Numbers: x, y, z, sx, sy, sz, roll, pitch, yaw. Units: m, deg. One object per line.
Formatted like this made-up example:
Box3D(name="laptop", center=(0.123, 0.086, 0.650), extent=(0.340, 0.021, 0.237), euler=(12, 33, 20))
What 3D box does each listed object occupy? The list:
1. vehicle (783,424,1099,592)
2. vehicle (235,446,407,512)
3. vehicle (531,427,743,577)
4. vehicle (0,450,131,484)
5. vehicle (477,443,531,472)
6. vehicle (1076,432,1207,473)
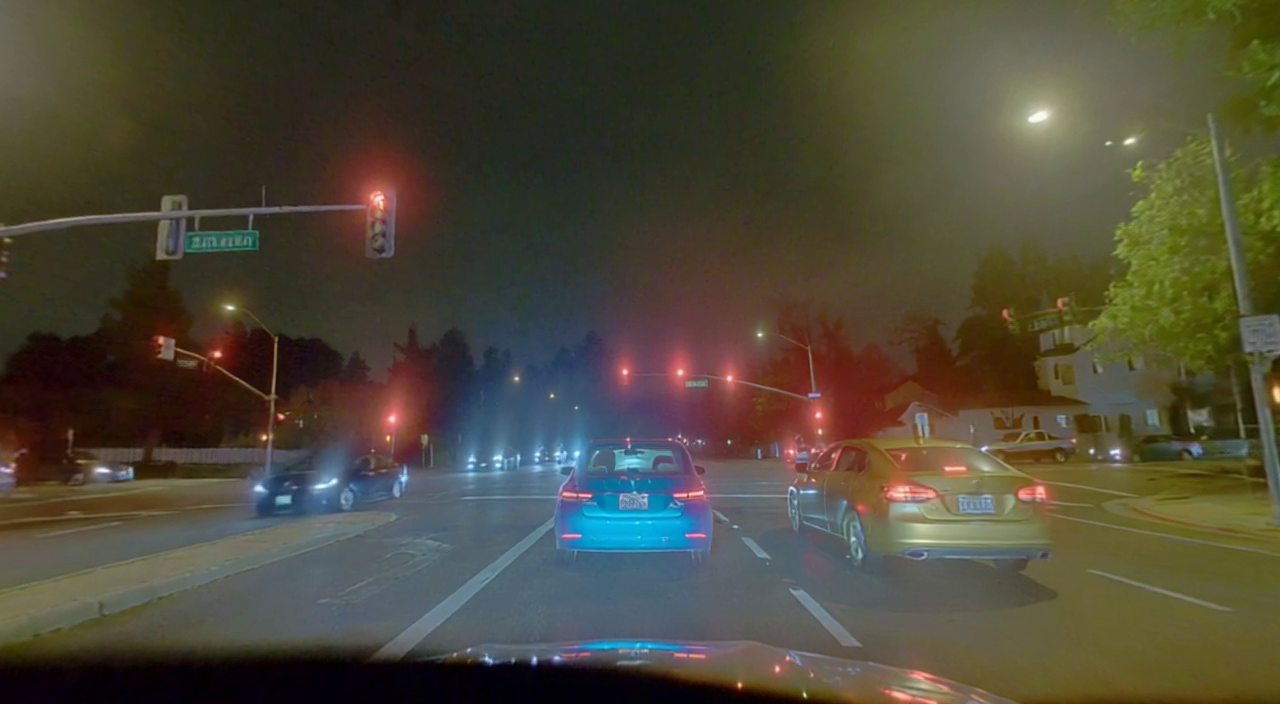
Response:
Box3D(name="vehicle", center=(3.196, 1.724, 7.831), extent=(1.913, 1.505, 4.097), euler=(0, -8, 0))
Box3D(name="vehicle", center=(-7.585, 3.025, 15.580), extent=(2.040, 1.374, 4.150), euler=(0, -8, 0))
Box3D(name="vehicle", center=(-0.056, 1.798, 8.390), extent=(2.103, 1.478, 4.073), euler=(0, -8, -1))
Box3D(name="vehicle", center=(-28.139, 5.608, 31.050), extent=(4.538, 1.591, 1.949), euler=(0, -8, 1))
Box3D(name="vehicle", center=(-7.552, 5.896, 35.572), extent=(2.003, 1.480, 4.633), euler=(0, -8, 0))
Box3D(name="vehicle", center=(23.989, 4.792, 30.330), extent=(4.520, 1.762, 2.005), euler=(-2, -8, -1))
